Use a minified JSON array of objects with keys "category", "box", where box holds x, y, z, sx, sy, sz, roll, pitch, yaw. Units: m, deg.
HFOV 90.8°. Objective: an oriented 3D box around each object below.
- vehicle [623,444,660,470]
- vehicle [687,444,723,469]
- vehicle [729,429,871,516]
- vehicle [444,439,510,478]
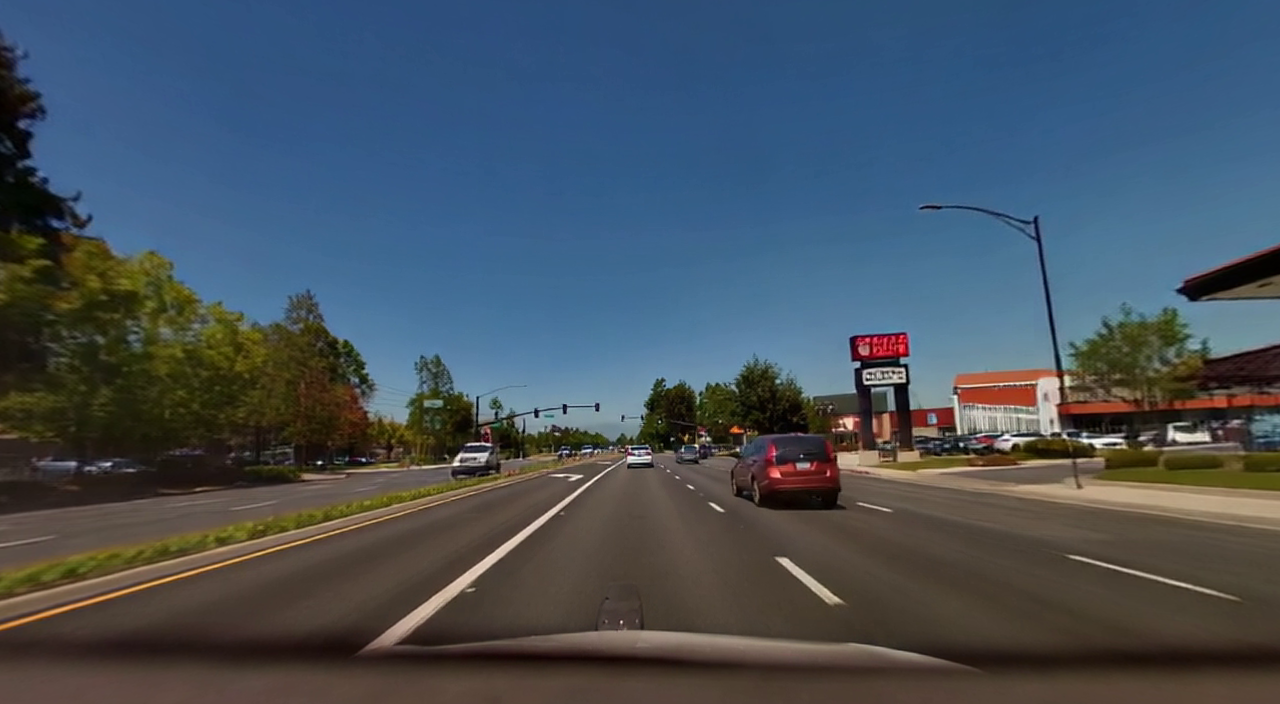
[{"category":"vehicle","box":[0.082,6.387,38.722,2.135,1.468,4.076,0,-8,0]},{"category":"vehicle","box":[4.135,6.684,40.673,1.889,1.473,4.303,0,-8,0]},{"category":"vehicle","box":[3.377,2.640,14.332,2.022,1.643,4.326,0,-8,-1]},{"category":"vehicle","box":[-8.455,5.538,33.254,2.142,1.872,4.689,0,-8,1]}]
